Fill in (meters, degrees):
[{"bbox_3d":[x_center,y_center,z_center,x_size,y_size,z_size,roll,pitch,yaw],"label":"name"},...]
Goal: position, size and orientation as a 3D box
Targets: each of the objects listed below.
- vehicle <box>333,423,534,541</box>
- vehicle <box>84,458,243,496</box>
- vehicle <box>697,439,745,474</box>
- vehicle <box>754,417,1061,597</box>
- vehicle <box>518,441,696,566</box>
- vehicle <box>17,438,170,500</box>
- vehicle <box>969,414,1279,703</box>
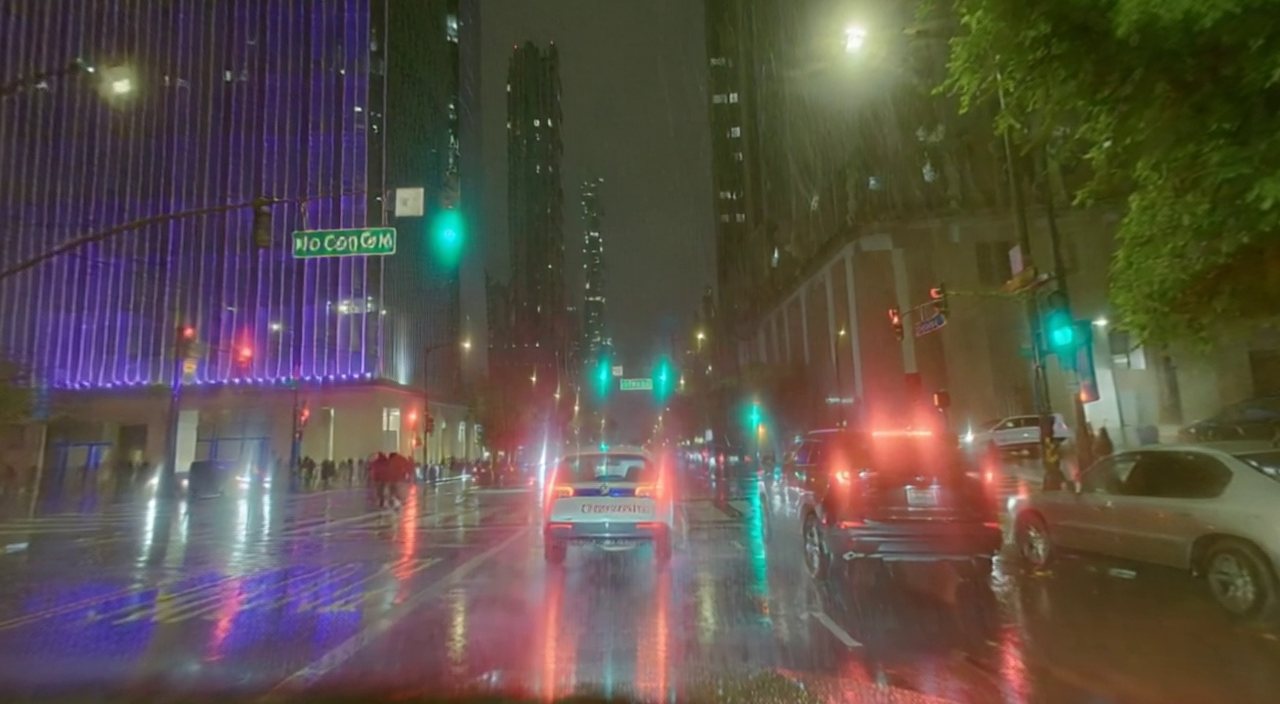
[{"bbox_3d":[-3.694,2.433,12.642,2.190,1.840,5.272,0,-8,0],"label":"vehicle"},{"bbox_3d":[-20.059,5.261,26.739,5.153,1.449,1.966,0,-8,1],"label":"vehicle"},{"bbox_3d":[5.656,7.388,45.000,2.420,2.300,5.313,0,-8,-3],"label":"vehicle"},{"bbox_3d":[3.039,1.860,8.599,2.072,1.735,4.759,0,-8,0],"label":"vehicle"},{"bbox_3d":[-0.411,2.098,9.571,2.092,1.454,4.132,0,-8,-1],"label":"vehicle"},{"bbox_3d":[-30.886,6.566,35.909,5.896,3.276,2.809,1,-8,0],"label":"vehicle"},{"bbox_3d":[2.734,0.809,1.095,1.902,1.454,4.540,0,-8,0],"label":"vehicle"}]
